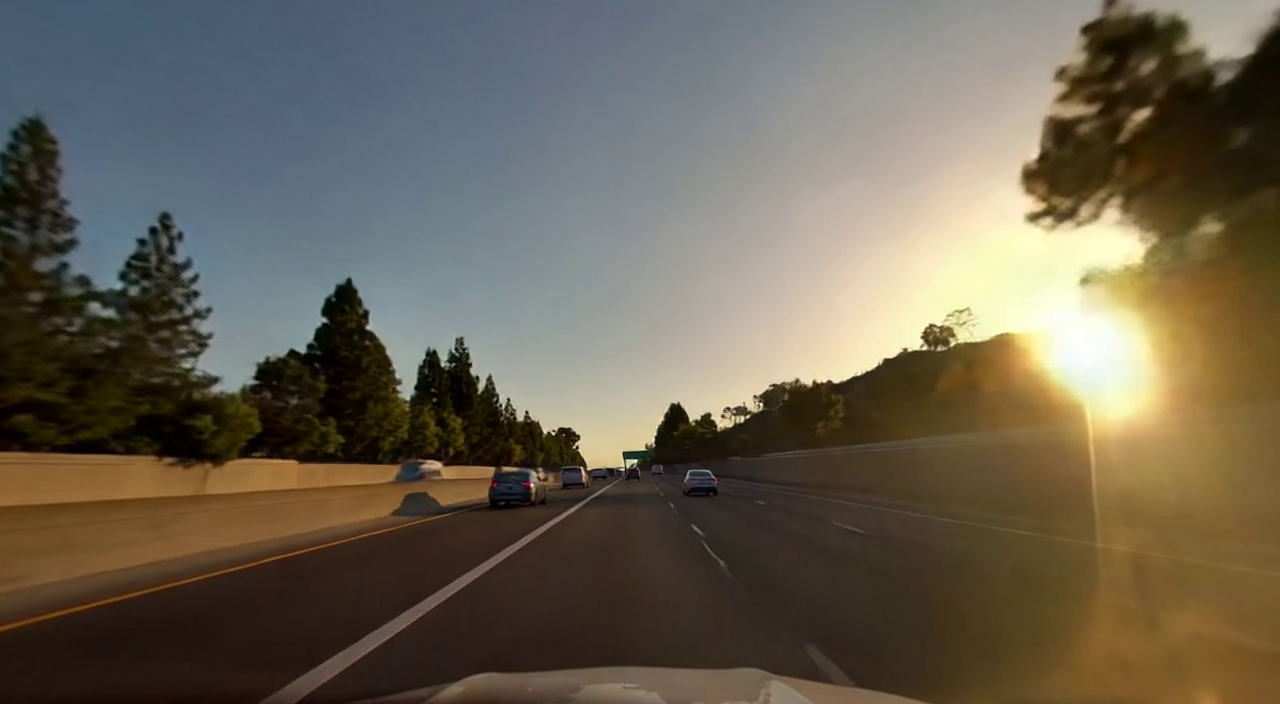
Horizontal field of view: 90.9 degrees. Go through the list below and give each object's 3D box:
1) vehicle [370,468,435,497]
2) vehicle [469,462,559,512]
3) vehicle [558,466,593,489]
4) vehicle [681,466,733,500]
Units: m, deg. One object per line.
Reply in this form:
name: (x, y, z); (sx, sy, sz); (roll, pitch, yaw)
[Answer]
vehicle: (-13.008, 7.166, 34.855); (1.839, 1.449, 4.424); (0, -11, 0)
vehicle: (-4.056, 4.478, 21.230); (2.004, 1.468, 4.812); (0, -11, 0)
vehicle: (-4.367, 8.578, 43.208); (2.000, 1.484, 3.995); (1, -11, -1)
vehicle: (3.177, 6.336, 30.770); (1.981, 1.516, 4.109); (1, -11, -1)
